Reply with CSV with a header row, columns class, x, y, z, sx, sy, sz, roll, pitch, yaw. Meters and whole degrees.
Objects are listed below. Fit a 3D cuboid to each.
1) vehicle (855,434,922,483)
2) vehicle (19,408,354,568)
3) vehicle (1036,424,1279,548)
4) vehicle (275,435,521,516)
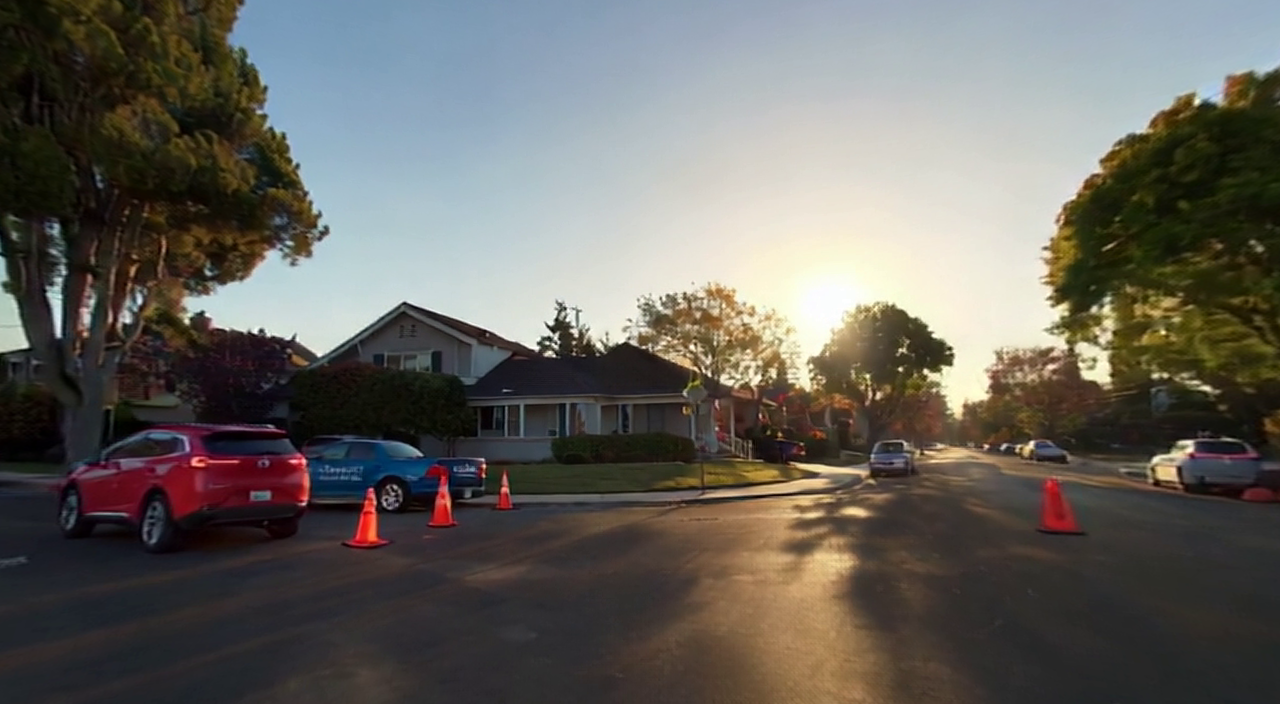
class,x,y,z,sx,sy,sz,roll,pitch,yaw
vehicle,9.923,4.178,25.041,2.014,1.742,4.297,-4,-9,26
vehicle,-6.494,1.800,9.070,4.094,1.748,2.350,-5,-10,31
vehicle,9.039,1.910,9.616,4.656,1.577,2.099,0,-8,-6
vehicle,-5.338,2.651,14.036,4.710,1.515,2.400,-4,-9,24
